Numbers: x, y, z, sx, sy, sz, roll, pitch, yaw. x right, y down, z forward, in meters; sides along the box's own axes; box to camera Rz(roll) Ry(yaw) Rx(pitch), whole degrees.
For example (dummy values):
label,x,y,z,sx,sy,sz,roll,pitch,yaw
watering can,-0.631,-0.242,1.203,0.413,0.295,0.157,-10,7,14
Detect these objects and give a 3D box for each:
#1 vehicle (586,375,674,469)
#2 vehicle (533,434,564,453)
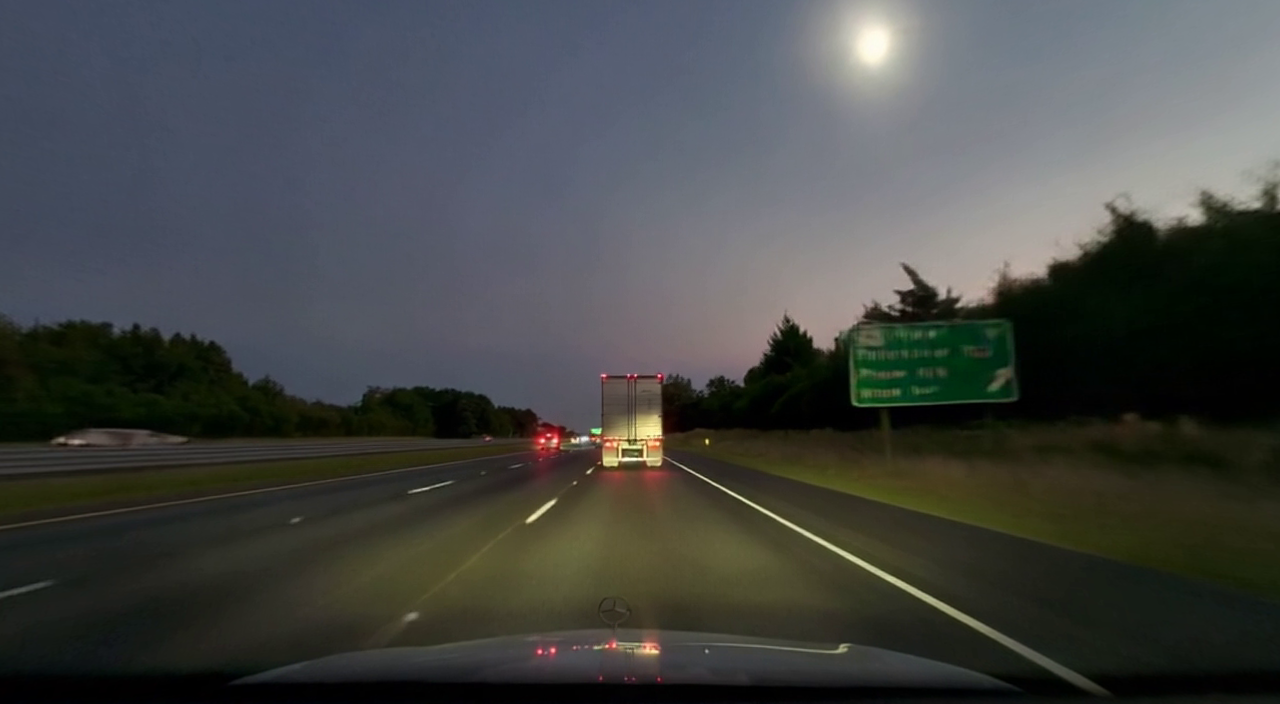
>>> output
label,x,y,z,sx,sy,sz,roll,pitch,yaw
vehicle,-0.496,3.506,30.390,3.033,3.223,14.836,4,-7,-1
vehicle,-7.167,7.202,49.649,1.856,1.479,3.710,0,-8,0
